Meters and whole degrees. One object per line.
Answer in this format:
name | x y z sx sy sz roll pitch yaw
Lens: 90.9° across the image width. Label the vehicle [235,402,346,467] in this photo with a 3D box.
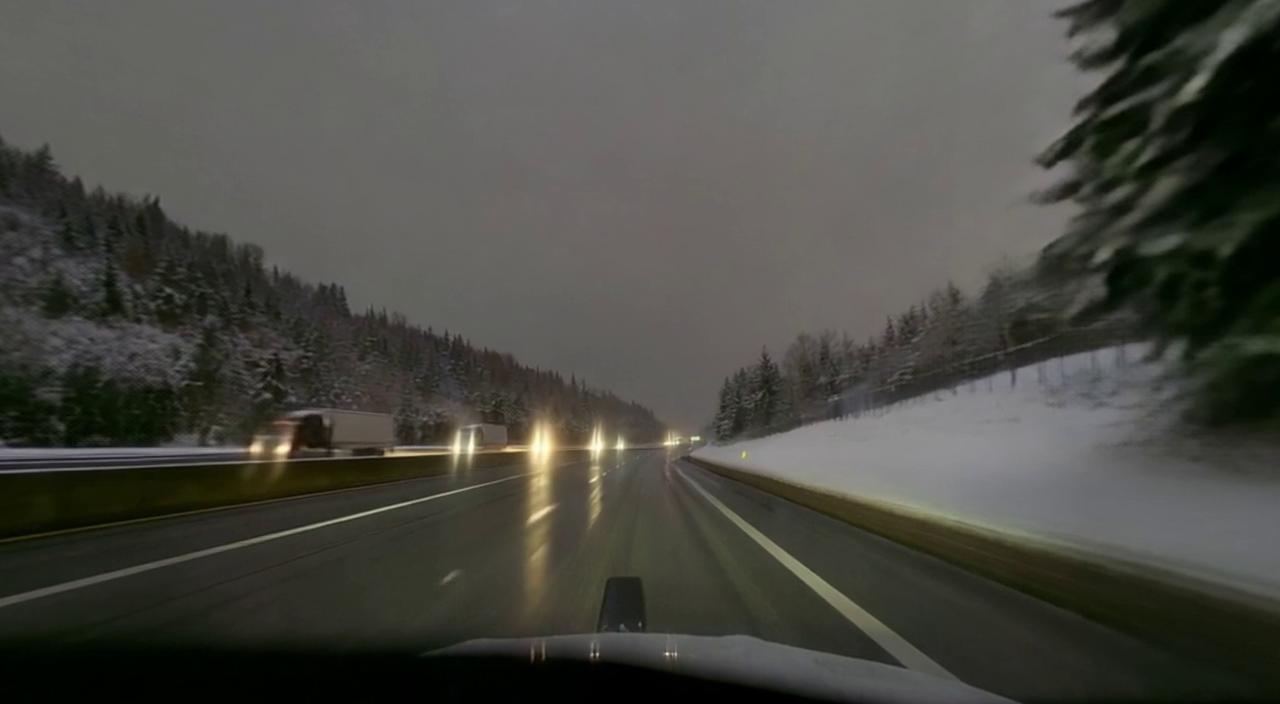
vehicle | -22.843 5.531 41.731 2.953 3.915 7.157 0 -9 1
